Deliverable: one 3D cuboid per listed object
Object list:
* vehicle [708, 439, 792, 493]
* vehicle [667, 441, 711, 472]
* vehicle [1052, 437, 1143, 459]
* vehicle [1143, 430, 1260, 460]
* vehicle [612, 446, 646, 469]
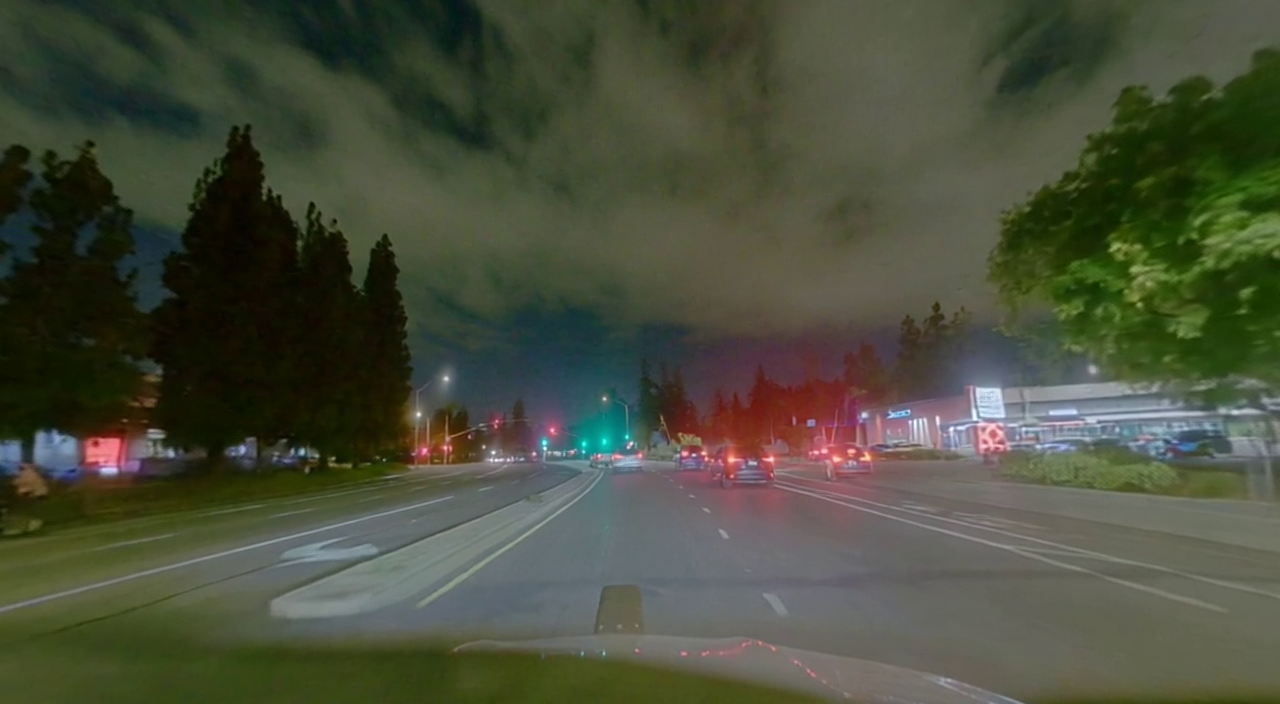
[{"bbox_3d":[3.563,3.756,21.196,1.966,1.596,3.980,0,-8,-2],"label":"vehicle"},{"bbox_3d":[2.885,6.303,38.327,2.046,1.768,4.370,0,-9,-4],"label":"vehicle"},{"bbox_3d":[32.648,6.860,45.155,4.860,1.461,2.041,0,-9,0],"label":"vehicle"},{"bbox_3d":[32.978,5.467,37.224,4.894,1.710,2.075,0,-8,-1],"label":"vehicle"},{"bbox_3d":[-0.806,7.185,43.250,2.068,1.512,3.987,0,-8,-4],"label":"vehicle"}]
